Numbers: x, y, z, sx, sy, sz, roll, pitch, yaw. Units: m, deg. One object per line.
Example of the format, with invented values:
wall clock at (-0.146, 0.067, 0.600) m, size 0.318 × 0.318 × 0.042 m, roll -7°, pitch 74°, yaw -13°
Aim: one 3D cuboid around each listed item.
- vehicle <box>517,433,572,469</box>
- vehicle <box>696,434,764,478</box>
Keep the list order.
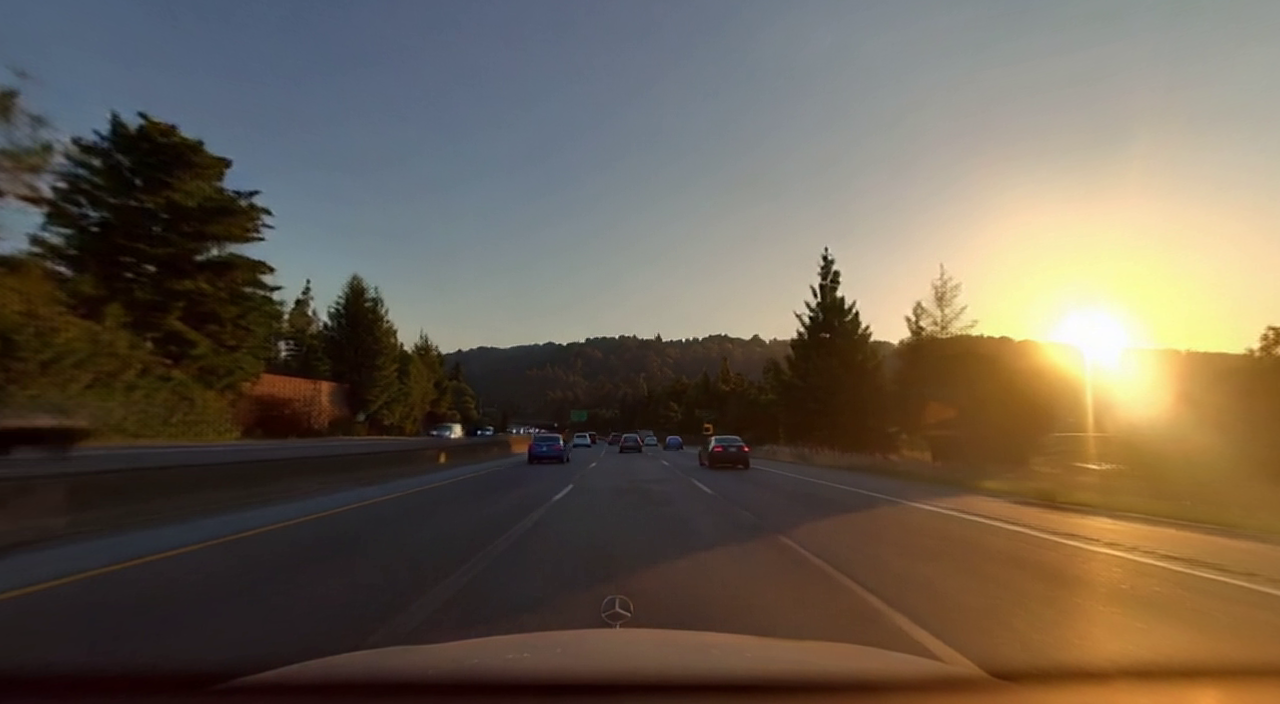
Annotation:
vehicle at (-4.323, 4.547, 29.116) m, size 1.941 × 1.529 × 4.111 m, roll 0°, pitch -8°, yaw -1°
vehicle at (3.336, 3.924, 24.165) m, size 1.883 × 1.536 × 3.792 m, roll 0°, pitch -8°, yaw -3°
